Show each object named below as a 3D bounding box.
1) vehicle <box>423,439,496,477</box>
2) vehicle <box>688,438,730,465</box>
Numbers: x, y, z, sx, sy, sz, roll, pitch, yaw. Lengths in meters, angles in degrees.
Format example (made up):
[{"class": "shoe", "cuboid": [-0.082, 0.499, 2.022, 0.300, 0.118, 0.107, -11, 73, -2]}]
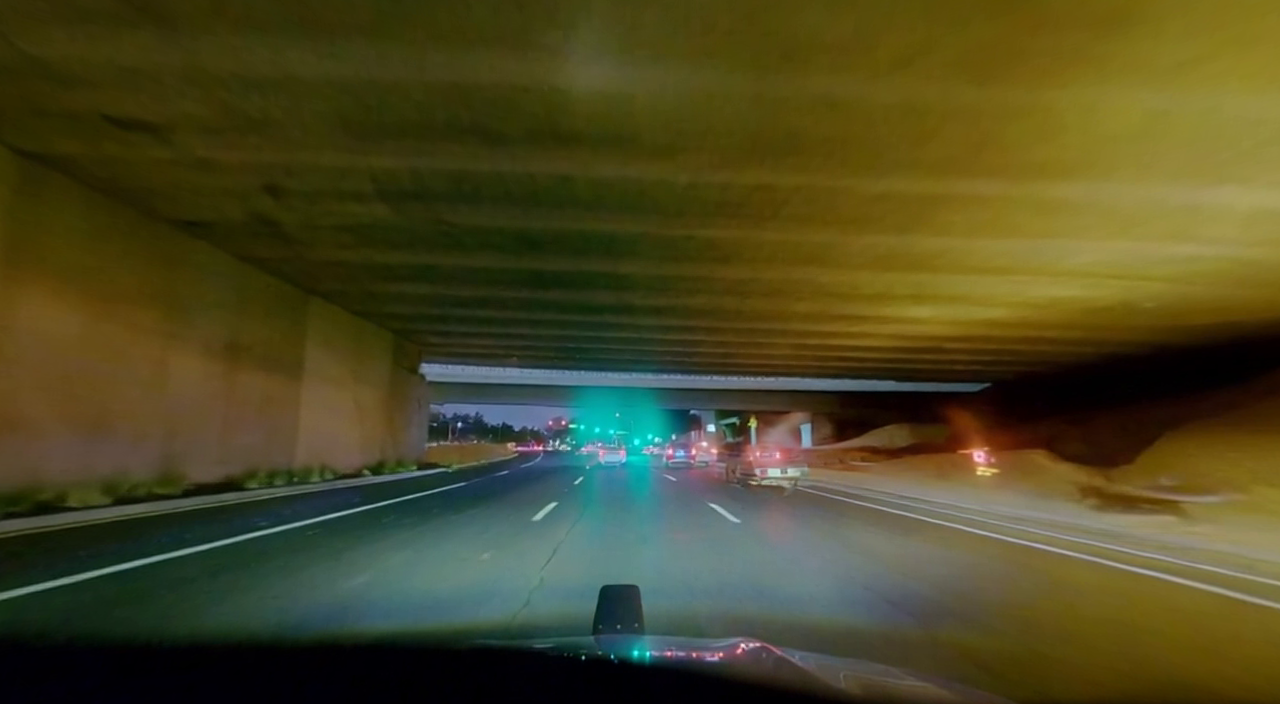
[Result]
[{"class": "vehicle", "cuboid": [-7.780, 4.589, 27.653, 2.007, 1.519, 4.366, 0, -8, -2]}, {"class": "vehicle", "cuboid": [4.556, 6.664, 42.463, 2.377, 1.678, 4.353, 0, -8, 0]}]
